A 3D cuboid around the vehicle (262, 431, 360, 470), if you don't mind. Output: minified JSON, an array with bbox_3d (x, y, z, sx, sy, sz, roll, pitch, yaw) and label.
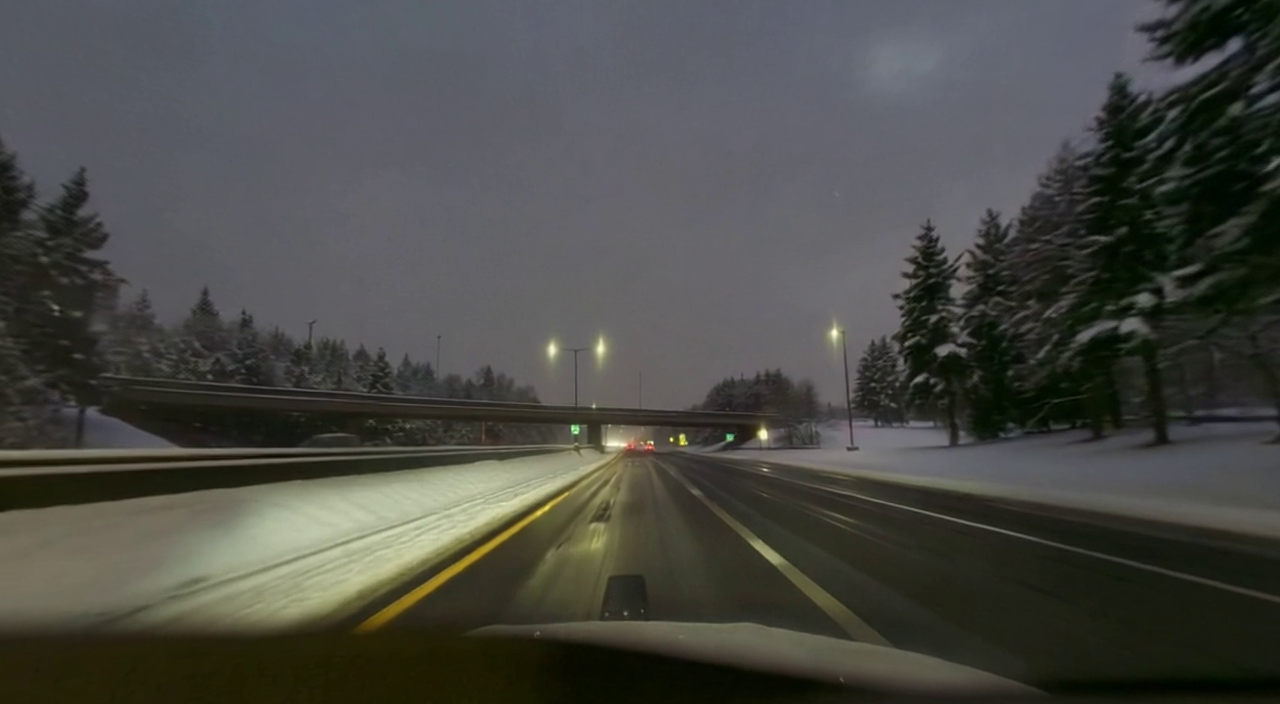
[{"bbox_3d":[-15.059,4.556,29.233,1.957,1.648,4.783,0,-9,0],"label":"vehicle"}]
